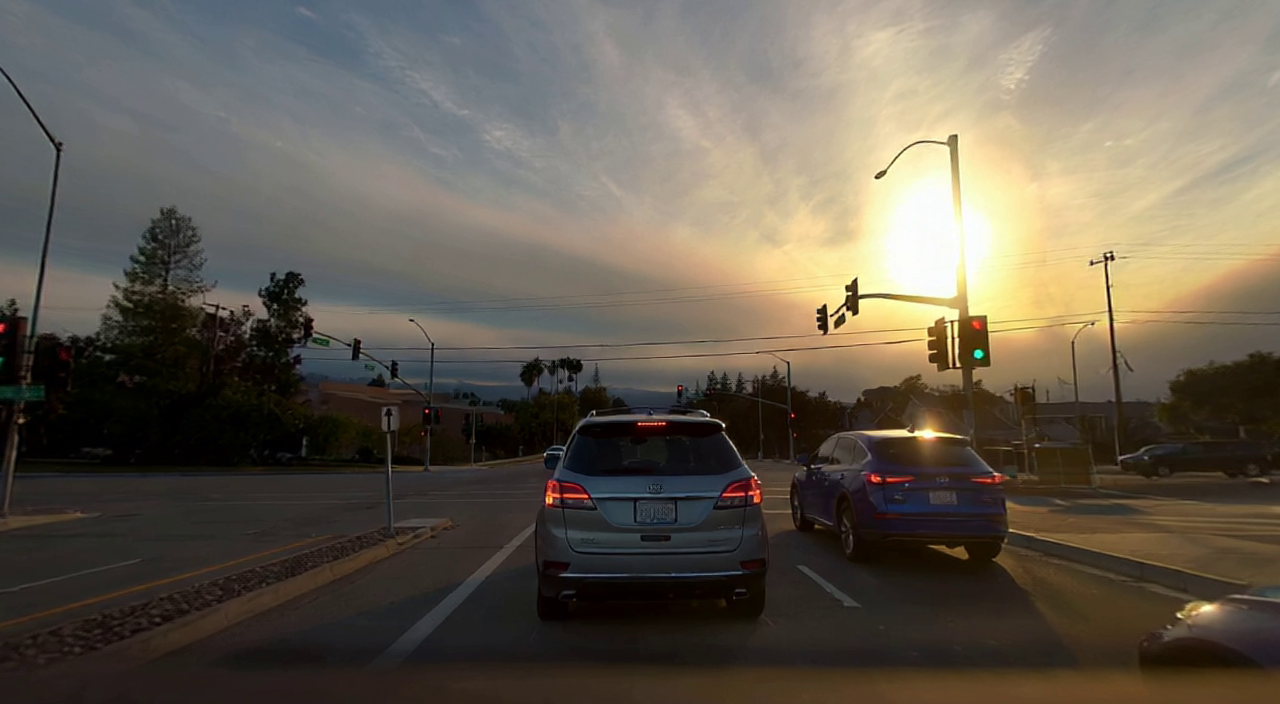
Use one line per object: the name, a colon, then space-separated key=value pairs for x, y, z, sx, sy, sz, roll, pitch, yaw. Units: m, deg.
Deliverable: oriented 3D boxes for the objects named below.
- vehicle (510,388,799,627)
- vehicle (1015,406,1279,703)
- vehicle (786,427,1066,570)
vehicle: x=0.104 y=1.500 z=7.072 sx=2.170 sy=1.793 sz=4.468 roll=0 pitch=-8 yaw=0
vehicle: x=3.158 y=0.818 z=1.434 sx=1.924 sy=1.466 sz=4.461 roll=0 pitch=-8 yaw=1
vehicle: x=3.526 y=1.861 z=8.858 sx=1.861 sy=1.495 sz=4.215 roll=0 pitch=-8 yaw=-1
